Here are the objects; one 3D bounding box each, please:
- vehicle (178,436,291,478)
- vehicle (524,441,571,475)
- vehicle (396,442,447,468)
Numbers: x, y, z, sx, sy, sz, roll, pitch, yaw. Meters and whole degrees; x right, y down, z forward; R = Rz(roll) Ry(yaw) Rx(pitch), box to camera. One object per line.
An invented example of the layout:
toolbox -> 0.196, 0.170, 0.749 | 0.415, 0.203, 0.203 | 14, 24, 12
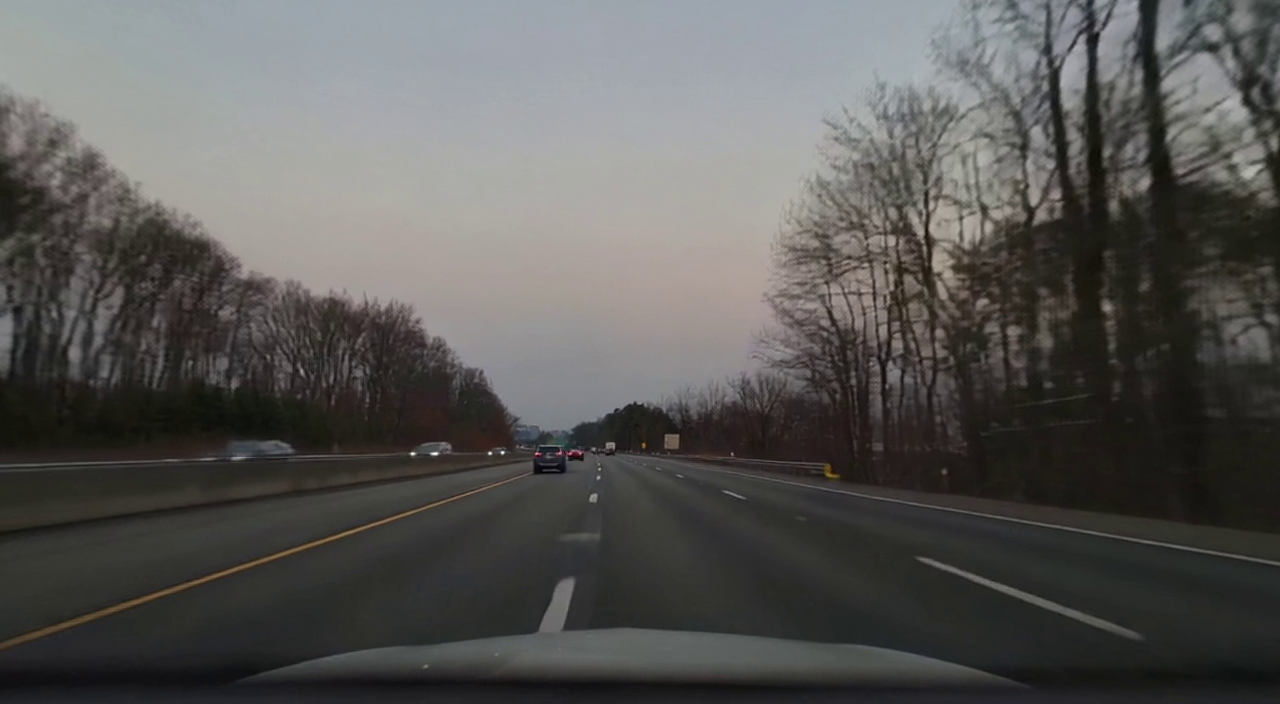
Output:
vehicle -> -17.152, 4.472, 26.857 | 1.899, 1.607, 4.653 | 0, -9, -3
vehicle -> -4.890, 5.676, 33.809 | 2.151, 1.693, 4.201 | 0, -9, -3
vehicle -> -13.835, 6.533, 39.930 | 1.897, 1.523, 4.603 | 0, -9, -4
